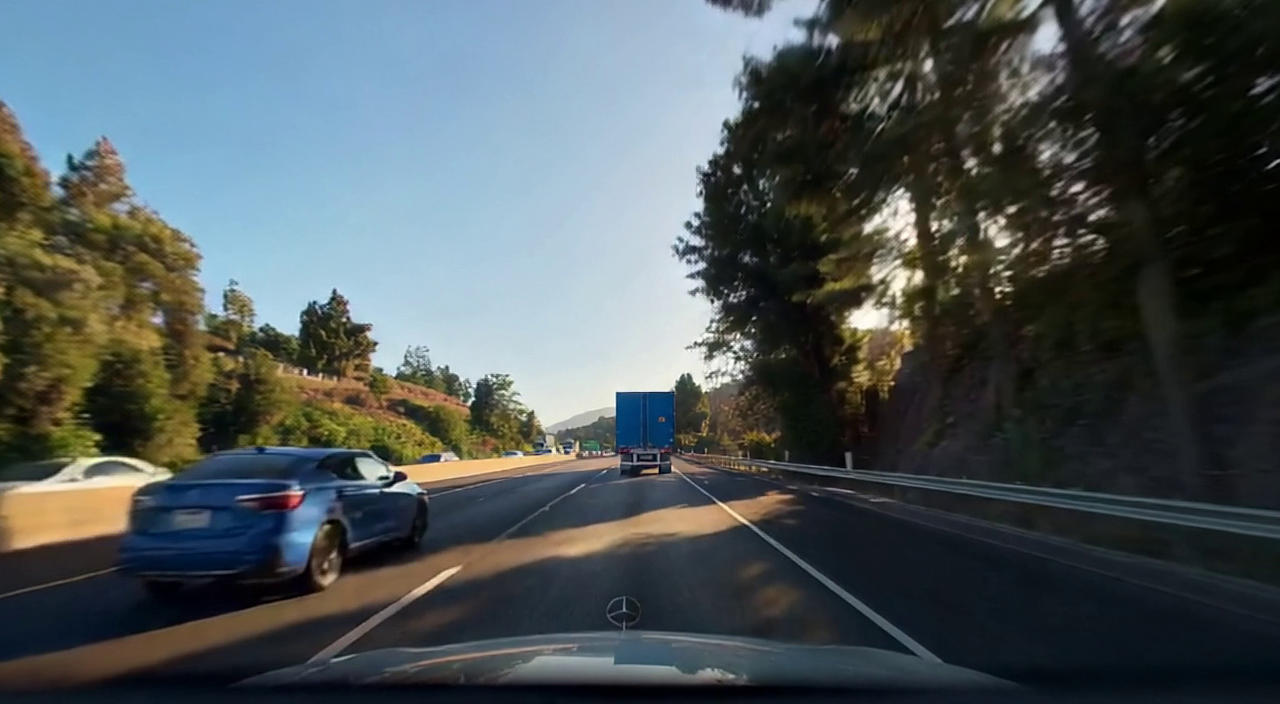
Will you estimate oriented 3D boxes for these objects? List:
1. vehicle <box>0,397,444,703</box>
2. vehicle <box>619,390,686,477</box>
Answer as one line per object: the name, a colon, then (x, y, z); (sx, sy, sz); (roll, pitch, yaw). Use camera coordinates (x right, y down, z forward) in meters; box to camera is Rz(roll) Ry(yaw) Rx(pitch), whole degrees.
vehicle: (-3.568, 1.391, 5.517); (2.074, 1.546, 4.946); (0, -9, 0)
vehicle: (0.482, 4.395, 32.948); (2.959, 3.828, 9.617); (0, -9, -1)
